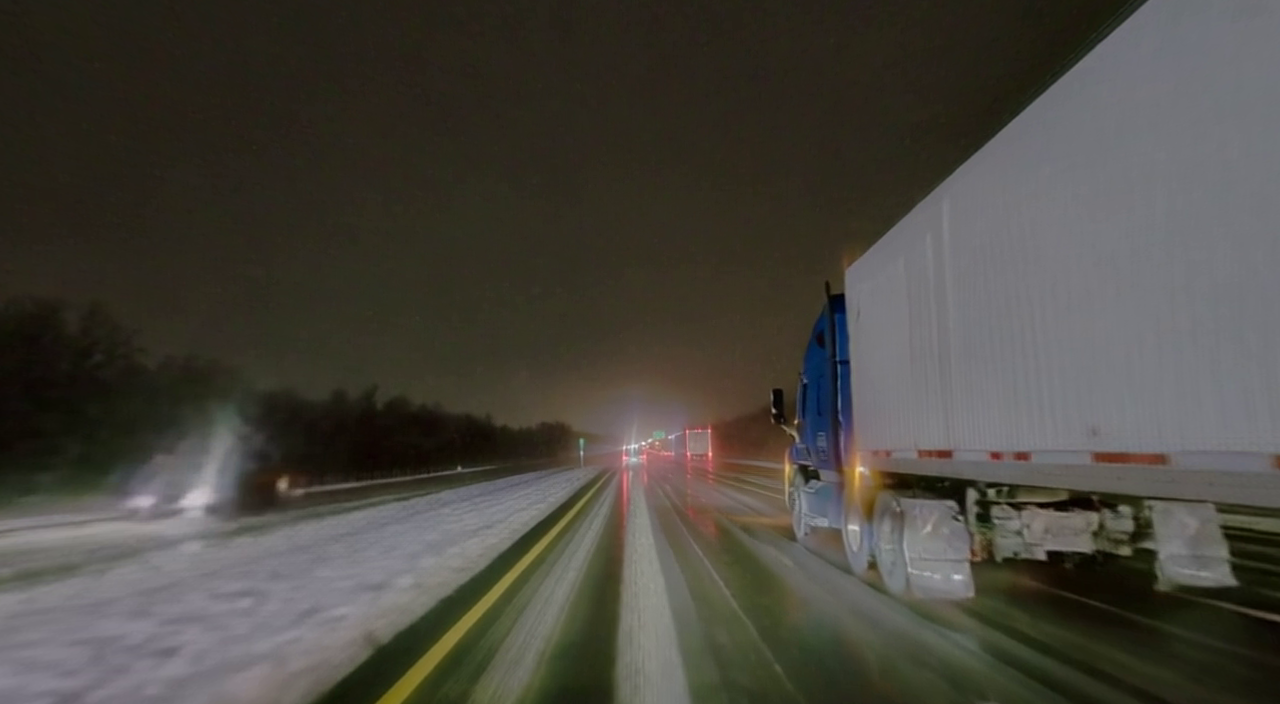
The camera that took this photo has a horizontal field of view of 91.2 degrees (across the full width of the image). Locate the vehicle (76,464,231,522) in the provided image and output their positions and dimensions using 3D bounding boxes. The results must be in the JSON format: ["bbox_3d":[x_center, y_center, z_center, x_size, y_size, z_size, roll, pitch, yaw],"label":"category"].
[{"bbox_3d":[-15.614,4.503,20.435,1.778,1.574,4.009,0,-9,0],"label":"vehicle"}]

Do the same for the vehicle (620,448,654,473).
[{"bbox_3d":[-0.218,6.884,39.989,2.083,1.473,3.923,0,-9,-1],"label":"vehicle"}]
